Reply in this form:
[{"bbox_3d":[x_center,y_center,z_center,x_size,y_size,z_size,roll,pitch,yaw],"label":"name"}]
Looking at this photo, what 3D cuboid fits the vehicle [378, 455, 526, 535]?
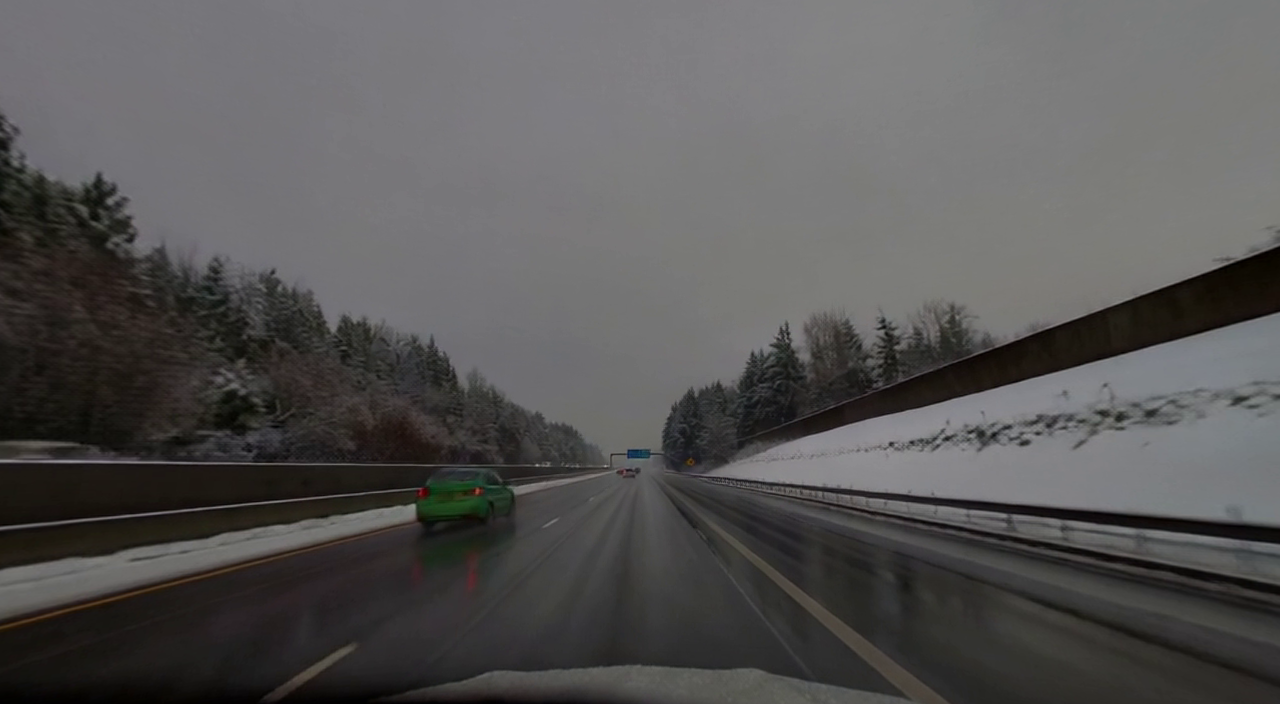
[{"bbox_3d":[-3.944,3.097,14.043,2.006,1.469,4.050,1,-10,0],"label":"vehicle"}]
